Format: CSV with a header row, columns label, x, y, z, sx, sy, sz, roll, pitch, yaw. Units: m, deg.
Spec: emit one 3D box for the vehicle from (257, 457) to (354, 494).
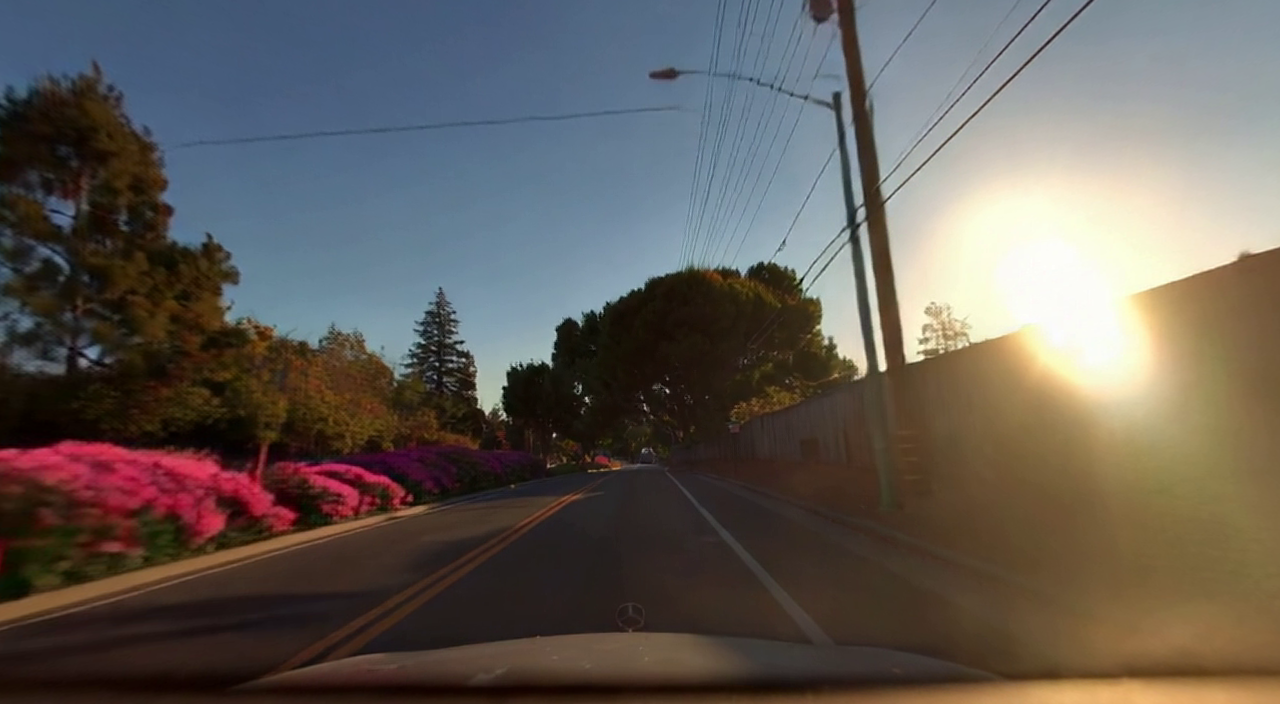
label,x,y,z,sx,sy,sz,roll,pitch,yaw
vehicle,-15.192,5.596,28.958,1.839,1.447,4.585,0,-8,1
